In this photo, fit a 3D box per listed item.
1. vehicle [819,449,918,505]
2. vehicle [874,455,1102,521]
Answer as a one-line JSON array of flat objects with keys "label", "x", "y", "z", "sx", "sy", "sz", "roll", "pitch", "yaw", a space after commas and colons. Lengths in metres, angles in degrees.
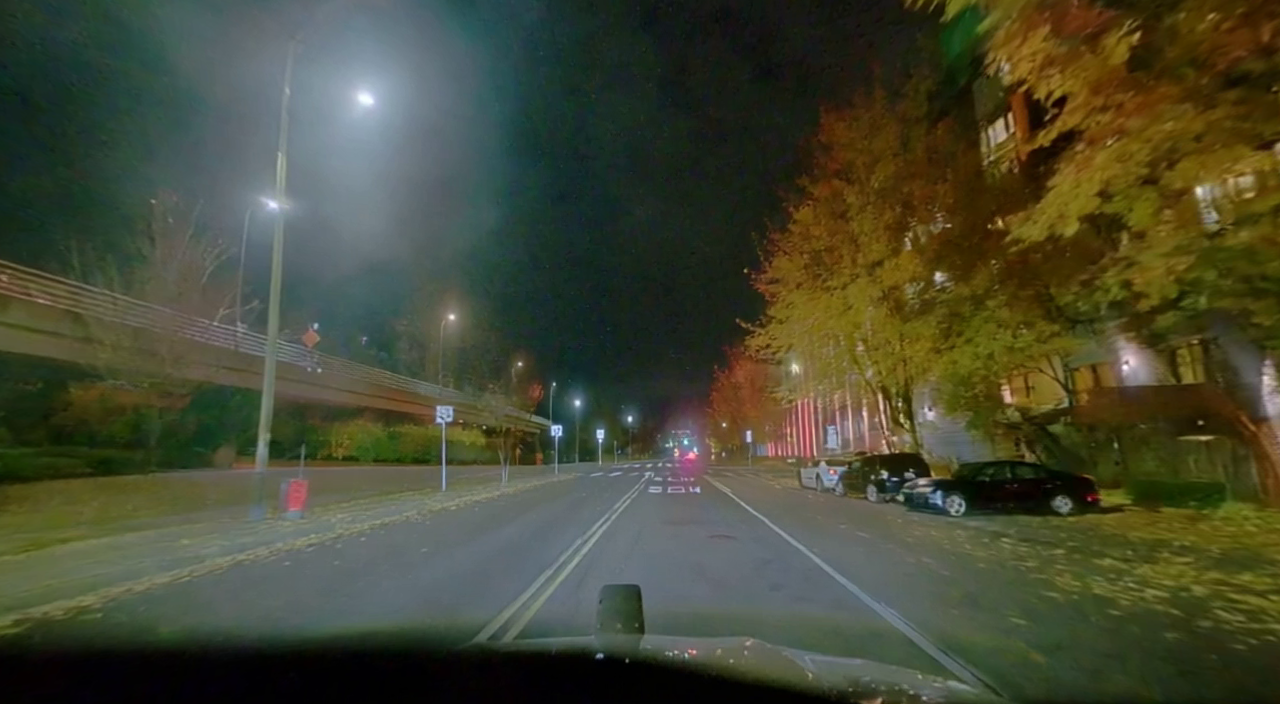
[{"label": "vehicle", "x": 7.644, "y": 4.178, "z": 21.605, "sx": 1.954, "sy": 1.657, "sz": 4.522, "roll": 0, "pitch": -9, "yaw": 4}, {"label": "vehicle", "x": 9.063, "y": 3.562, "z": 16.793, "sx": 4.775, "sy": 1.542, "sz": 2.145, "roll": 0, "pitch": -9, "yaw": 1}]
